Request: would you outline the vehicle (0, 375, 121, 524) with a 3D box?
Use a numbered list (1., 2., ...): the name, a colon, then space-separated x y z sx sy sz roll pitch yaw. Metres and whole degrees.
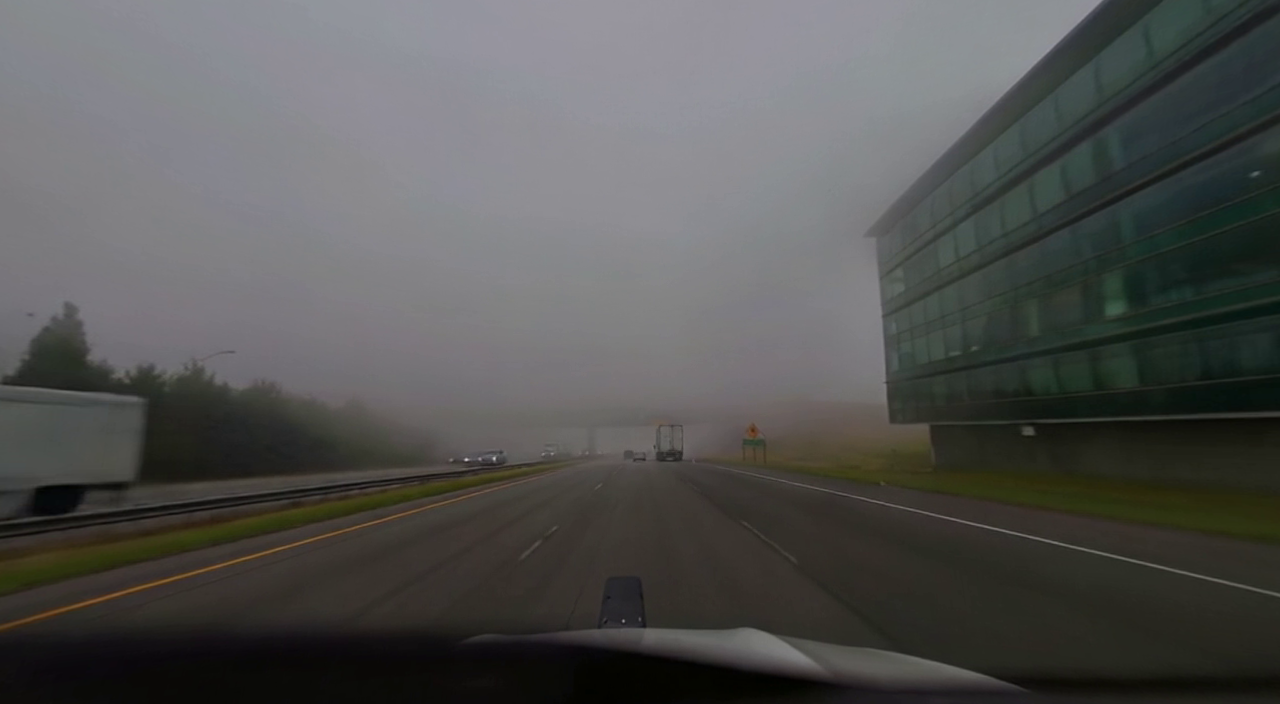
1. vehicle: -15.363 2.022 12.987 2.668 3.229 7.672 0 -9 0
